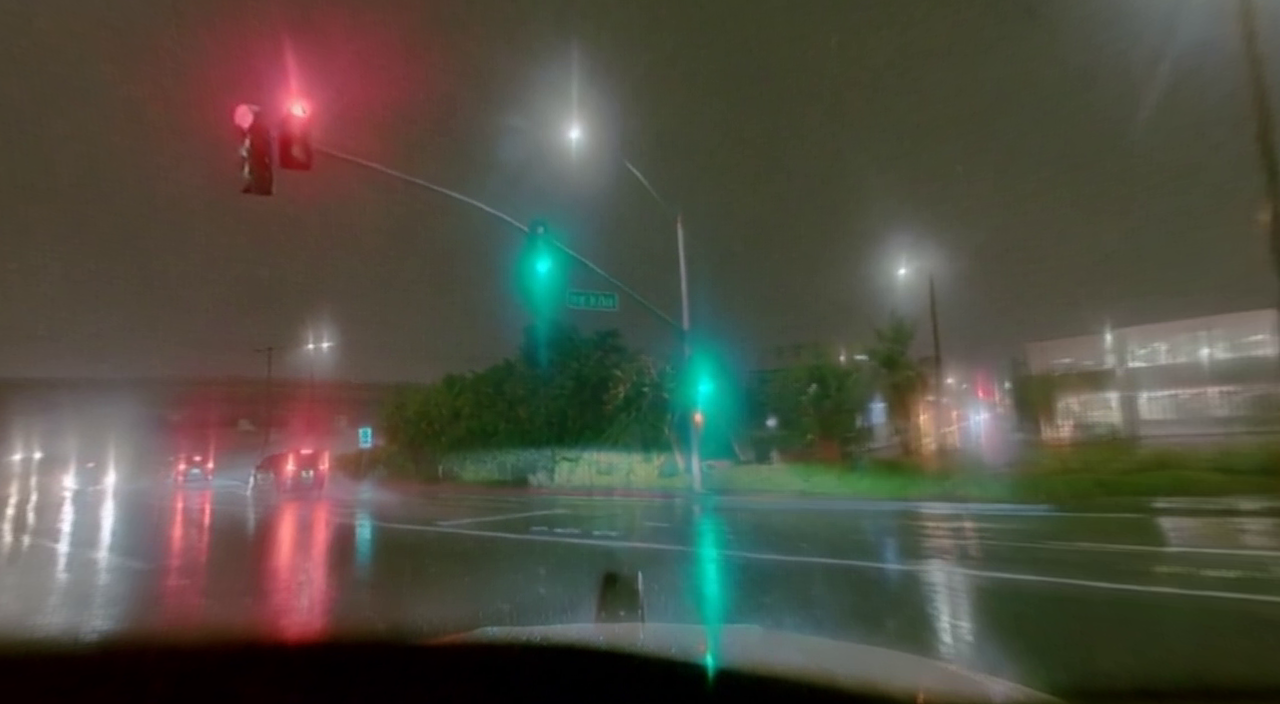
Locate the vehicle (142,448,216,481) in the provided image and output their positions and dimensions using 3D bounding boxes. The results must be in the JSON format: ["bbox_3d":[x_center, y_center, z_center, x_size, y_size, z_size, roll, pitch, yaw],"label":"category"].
[{"bbox_3d":[-24.743,5.976,33.885,3.852,1.605,2.007,-6,-9,35],"label":"vehicle"}]

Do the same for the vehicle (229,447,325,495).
[{"bbox_3d":[-13.565,4.358,23.519,3.874,1.516,2.048,-8,-10,44],"label":"vehicle"}]
